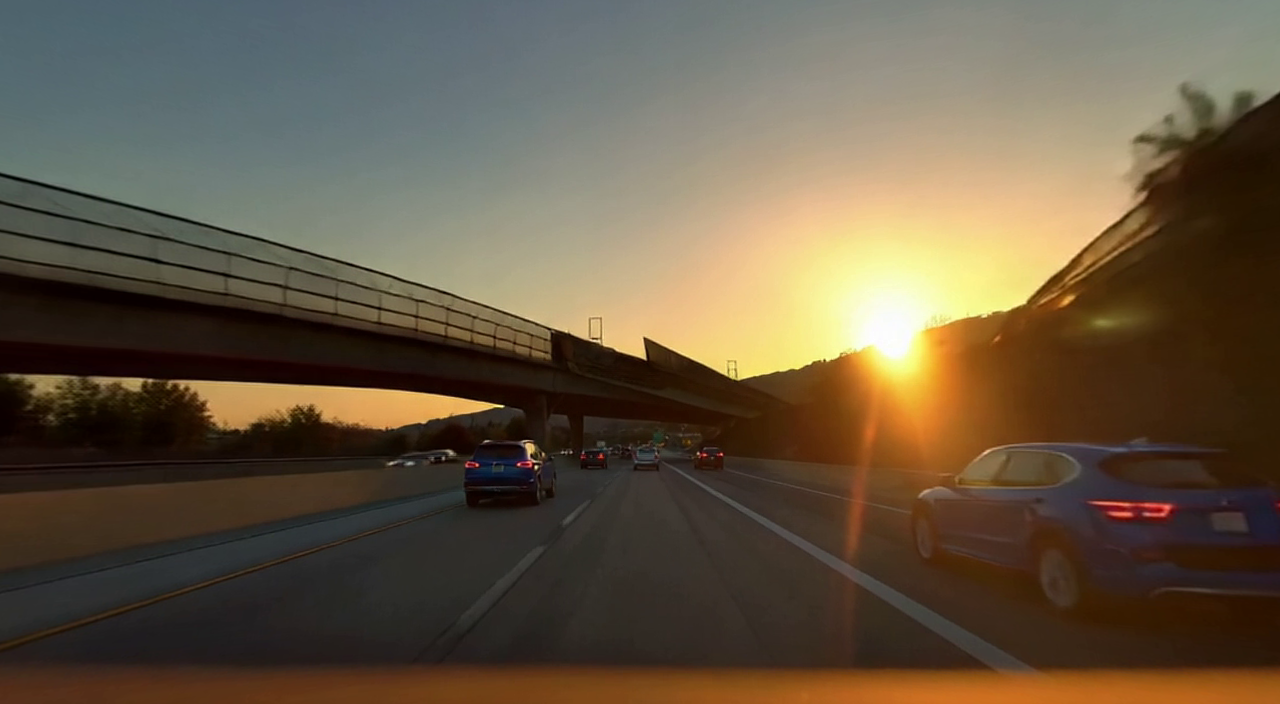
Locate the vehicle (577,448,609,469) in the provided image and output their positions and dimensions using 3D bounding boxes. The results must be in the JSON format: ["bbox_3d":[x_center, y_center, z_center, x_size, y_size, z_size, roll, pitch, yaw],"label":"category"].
[{"bbox_3d":[-3.409,7.845,46.544,1.994,1.475,4.171,0,-9,0],"label":"vehicle"}]

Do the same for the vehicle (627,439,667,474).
[{"bbox_3d":[0.387,6.083,36.885,2.155,1.909,4.529,0,-9,0],"label":"vehicle"}]

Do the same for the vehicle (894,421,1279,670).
[{"bbox_3d":[4.163,1.511,5.935,1.959,1.554,3.795,0,-9,0],"label":"vehicle"}]

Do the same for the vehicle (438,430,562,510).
[{"bbox_3d":[-3.379,2.957,16.211,2.089,1.751,4.515,0,-9,1],"label":"vehicle"}]

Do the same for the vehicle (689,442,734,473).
[{"bbox_3d":[4.440,6.657,39.869,2.231,1.807,4.588,0,-9,-1],"label":"vehicle"}]
